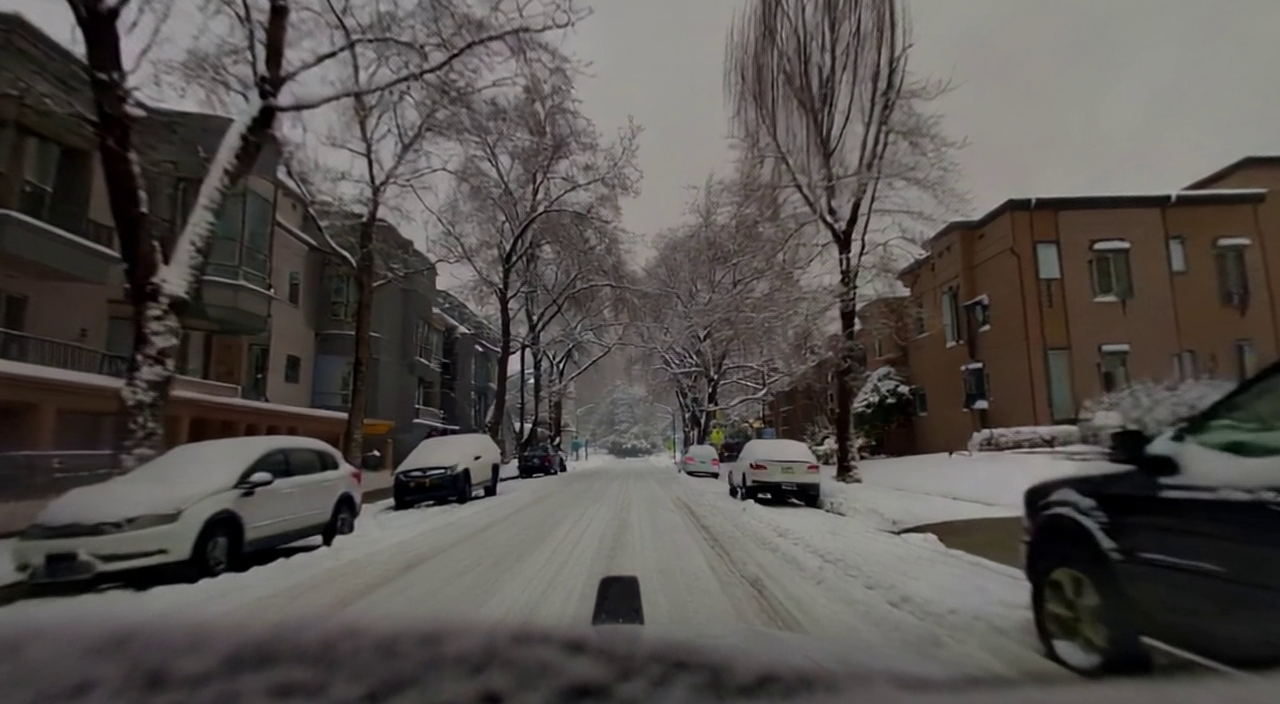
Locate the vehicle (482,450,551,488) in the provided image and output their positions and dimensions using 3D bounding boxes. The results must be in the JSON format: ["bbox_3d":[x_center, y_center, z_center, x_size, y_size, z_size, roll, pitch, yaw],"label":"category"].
[{"bbox_3d":[-5.744,5.485,30.069,2.328,1.610,5.161,0,-8,-1],"label":"vehicle"}]

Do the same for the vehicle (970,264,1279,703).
[{"bbox_3d":[3.818,0.666,2.312,2.371,2.123,5.122,0,-9,-1],"label":"vehicle"}]

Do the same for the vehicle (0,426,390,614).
[{"bbox_3d":[-5.829,2.060,8.886,2.431,1.718,5.431,-3,-9,0],"label":"vehicle"}]

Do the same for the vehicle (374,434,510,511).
[{"bbox_3d":[-5.827,3.600,19.534,2.499,2.008,5.293,0,-8,0],"label":"vehicle"}]

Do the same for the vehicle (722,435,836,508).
[{"bbox_3d":[3.879,3.436,18.726,2.137,1.848,4.953,0,-9,-1],"label":"vehicle"}]
